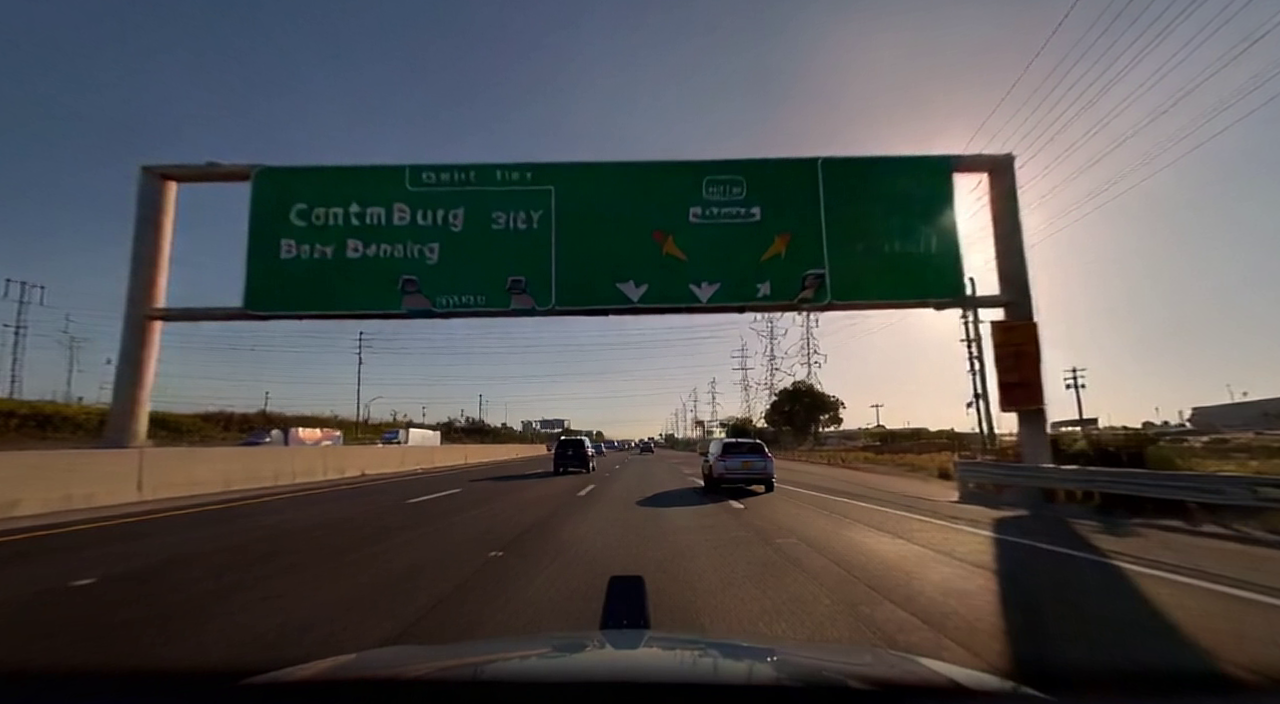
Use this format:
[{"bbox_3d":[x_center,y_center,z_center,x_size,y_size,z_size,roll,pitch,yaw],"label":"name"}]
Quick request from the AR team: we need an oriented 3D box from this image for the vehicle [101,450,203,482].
[{"bbox_3d":[-24.667,5.731,32.083,2.060,1.474,3.952,0,-8,-2],"label":"vehicle"}]

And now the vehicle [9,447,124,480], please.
[{"bbox_3d":[-29.409,5.683,32.557,1.762,1.498,4.459,-1,-8,-1],"label":"vehicle"}]

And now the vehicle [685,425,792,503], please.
[{"bbox_3d":[2.359,2.815,16.215,2.134,1.733,4.049,0,-8,1],"label":"vehicle"}]

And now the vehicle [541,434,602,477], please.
[{"bbox_3d":[-2.950,4.588,28.202,2.125,1.764,4.393,0,-8,1],"label":"vehicle"}]

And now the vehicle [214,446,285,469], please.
[{"bbox_3d":[-30.341,8.155,49.226,2.070,1.668,5.306,0,-8,1],"label":"vehicle"}]
